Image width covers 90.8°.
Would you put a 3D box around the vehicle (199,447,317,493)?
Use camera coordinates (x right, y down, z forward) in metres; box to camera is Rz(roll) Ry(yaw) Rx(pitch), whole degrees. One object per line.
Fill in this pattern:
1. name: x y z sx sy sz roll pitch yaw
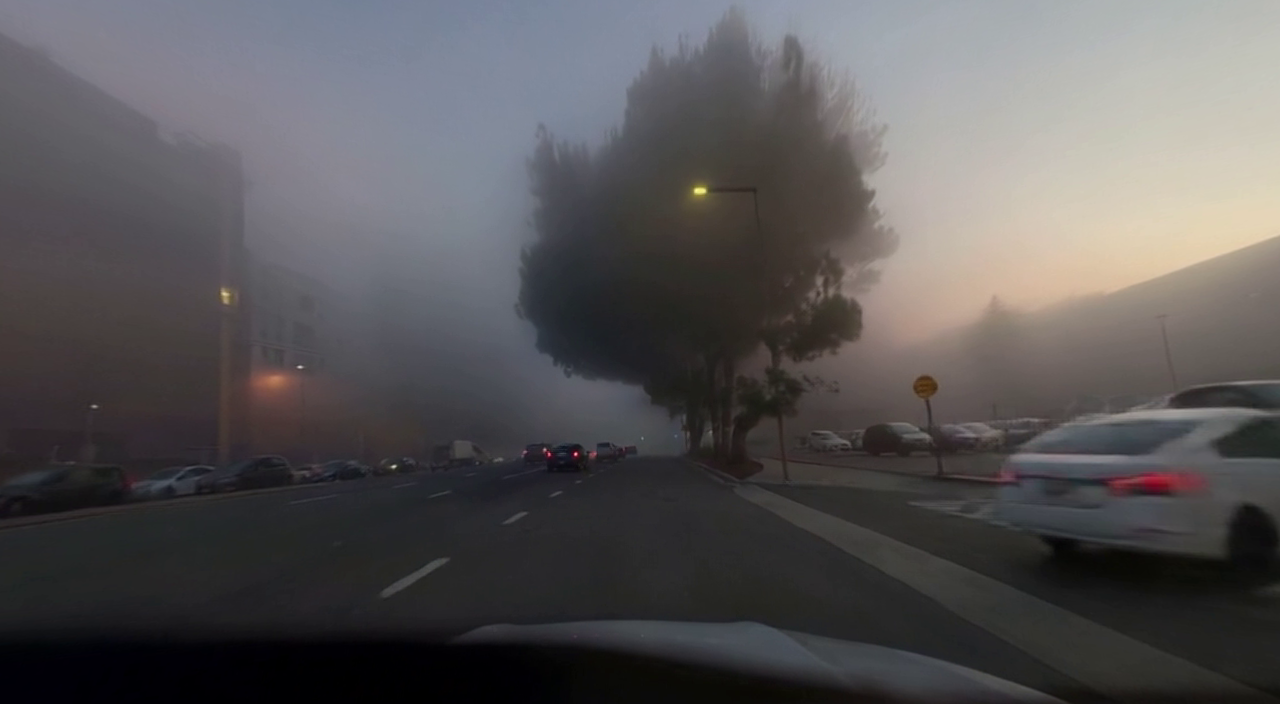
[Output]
1. vehicle: -16.399 5.054 27.474 2.073 1.749 4.770 0 -8 1

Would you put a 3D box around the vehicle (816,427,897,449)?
1. vehicle: 14.439 5.798 42.337 4.739 1.424 1.936 0 -8 2

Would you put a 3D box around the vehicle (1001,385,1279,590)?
1. vehicle: 6.401 1.269 6.591 4.504 1.513 2.208 4 -9 -23

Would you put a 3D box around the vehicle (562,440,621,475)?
1. vehicle: -2.237 5.042 30.544 2.235 1.500 4.420 0 -8 4

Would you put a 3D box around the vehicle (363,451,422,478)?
1. vehicle: -16.152 7.353 41.513 2.024 1.531 4.580 0 -8 1

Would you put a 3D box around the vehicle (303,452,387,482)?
1. vehicle: -16.361 6.374 35.364 2.162 1.480 5.017 0 -8 1

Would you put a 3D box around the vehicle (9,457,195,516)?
1. vehicle: -16.429 4.082 19.678 1.849 1.472 4.441 0 -8 1

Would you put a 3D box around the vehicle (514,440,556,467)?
1. vehicle: -7.360 7.124 44.657 2.054 1.744 4.422 0 -8 2
